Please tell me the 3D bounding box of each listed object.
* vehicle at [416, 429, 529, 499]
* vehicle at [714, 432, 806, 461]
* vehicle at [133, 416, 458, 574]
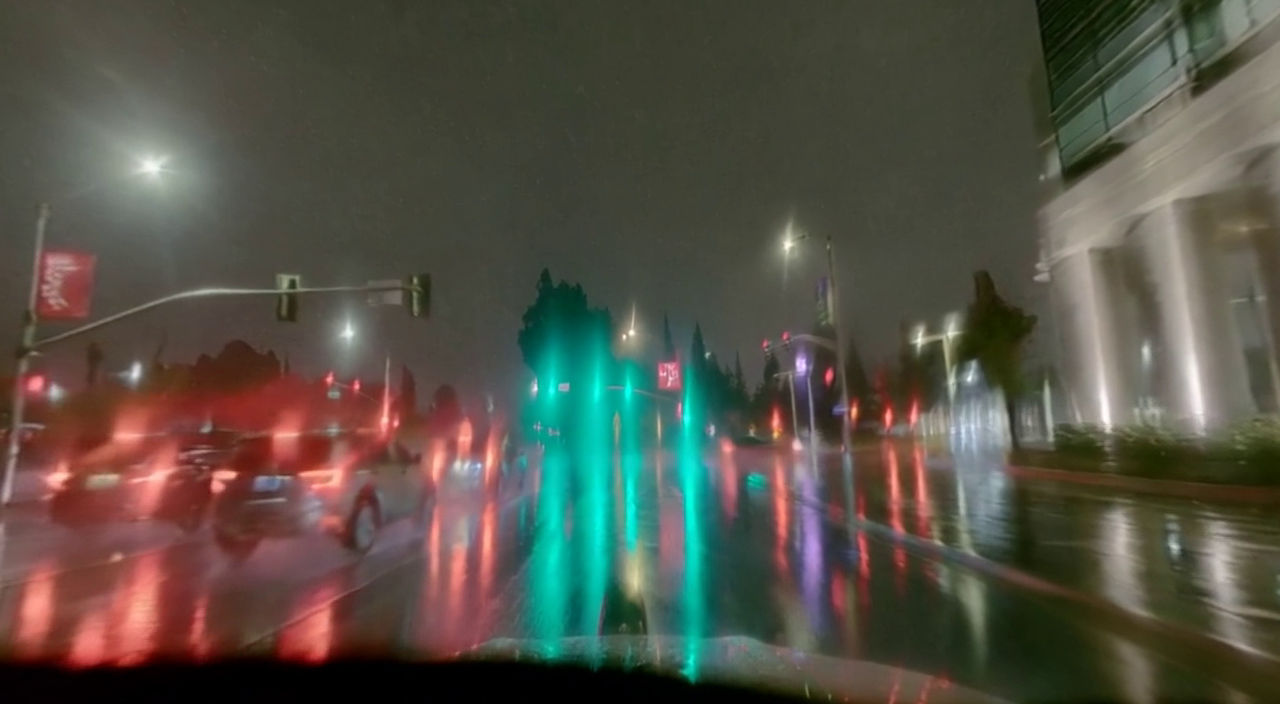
[{"bbox_3d":[-4.637,3.178,18.182,1.971,1.740,4.654,0,-9,0],"label":"vehicle"},{"bbox_3d":[6.615,5.279,35.045,4.767,1.524,1.929,0,-9,0],"label":"vehicle"},{"bbox_3d":[-4.242,1.829,8.784,2.043,1.636,4.320,0,-9,0],"label":"vehicle"}]
